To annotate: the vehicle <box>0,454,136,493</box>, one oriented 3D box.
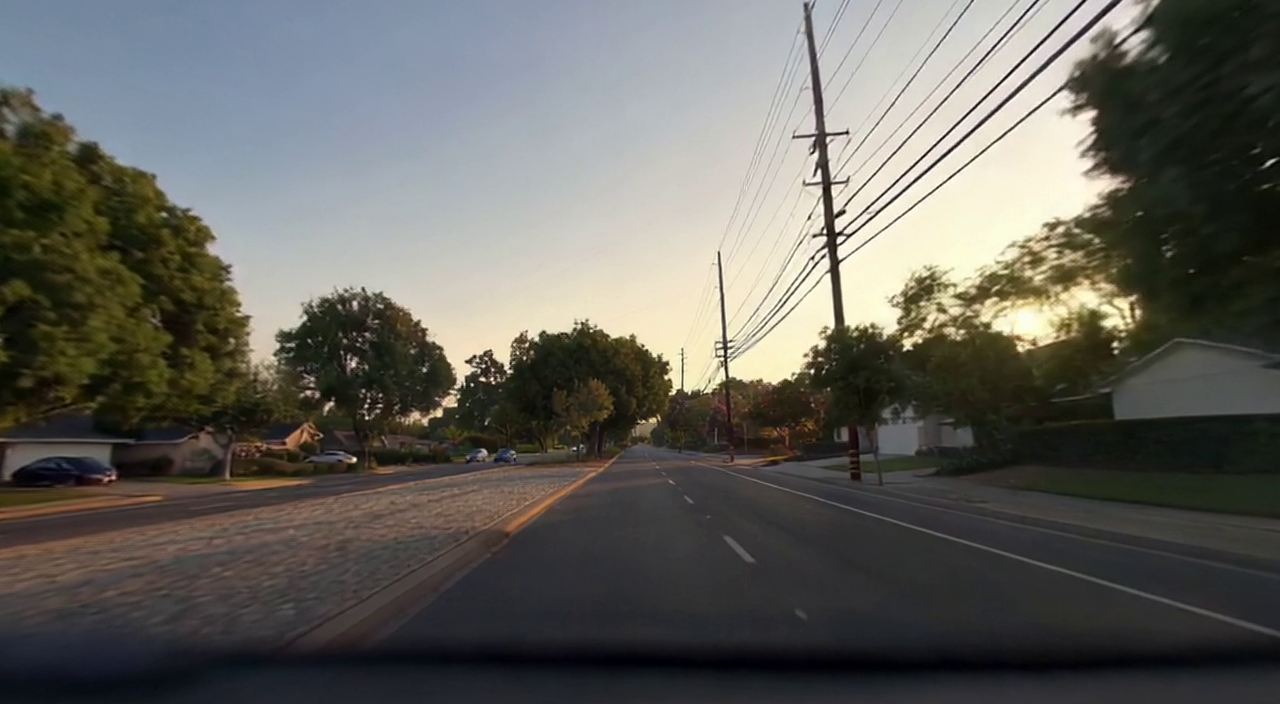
[{"bbox_3d":[-26.978,5.674,29.703,4.929,1.667,1.930,0,-8,2],"label":"vehicle"}]
